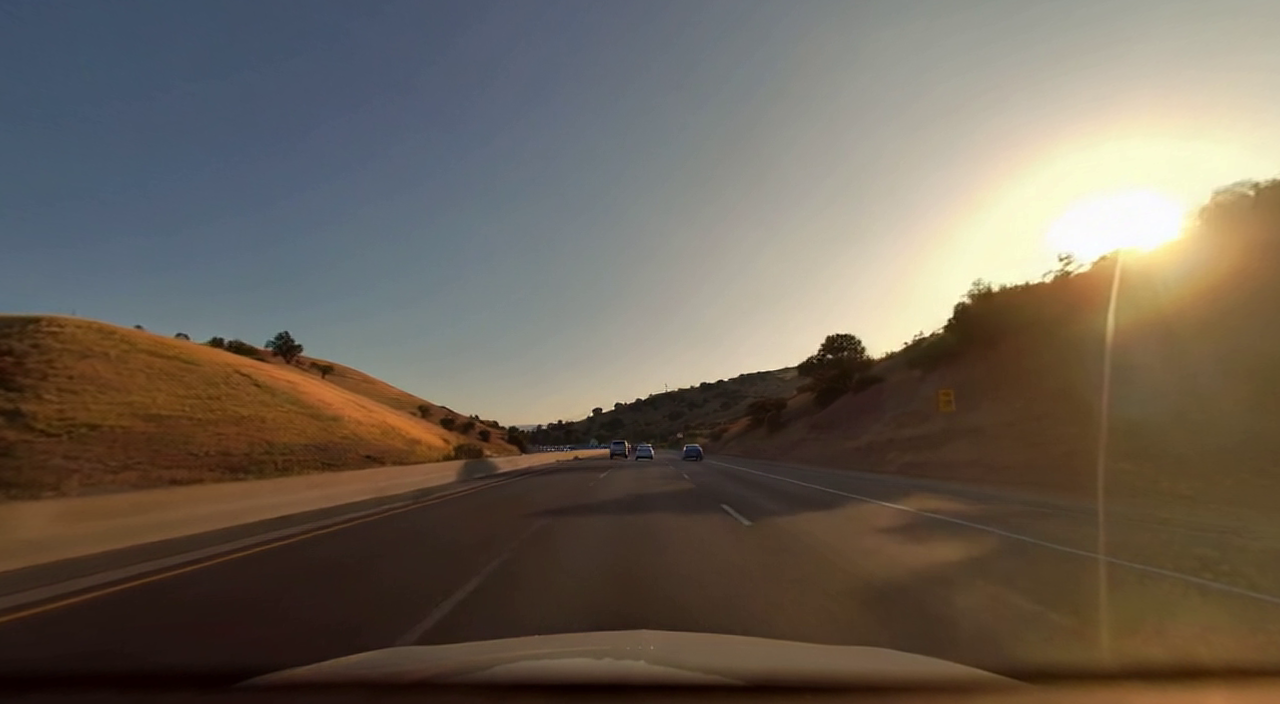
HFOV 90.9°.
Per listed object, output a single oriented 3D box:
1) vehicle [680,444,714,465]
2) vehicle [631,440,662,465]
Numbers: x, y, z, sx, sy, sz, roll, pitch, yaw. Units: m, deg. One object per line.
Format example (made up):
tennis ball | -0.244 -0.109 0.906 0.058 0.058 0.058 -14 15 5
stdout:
vehicle | 3.873 7.008 43.205 1.976 1.352 3.602 0 -8 0
vehicle | 0.392 6.780 42.660 1.986 1.576 4.312 0 -8 0
